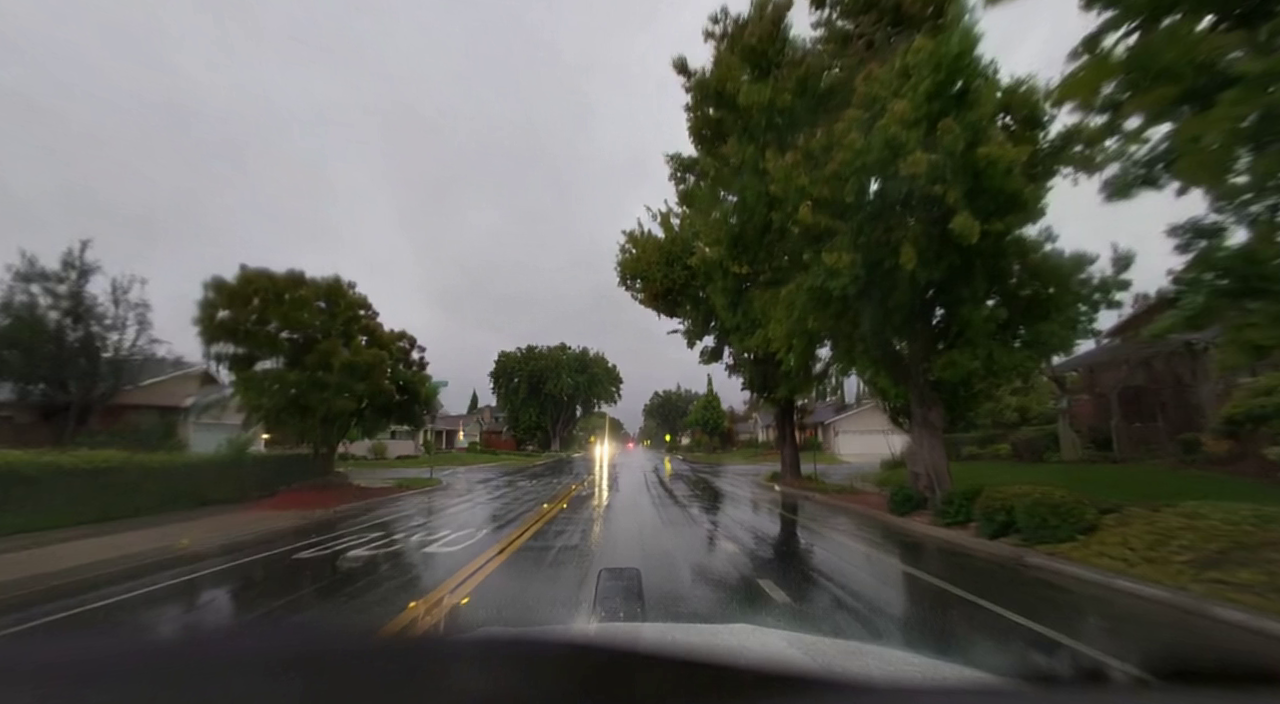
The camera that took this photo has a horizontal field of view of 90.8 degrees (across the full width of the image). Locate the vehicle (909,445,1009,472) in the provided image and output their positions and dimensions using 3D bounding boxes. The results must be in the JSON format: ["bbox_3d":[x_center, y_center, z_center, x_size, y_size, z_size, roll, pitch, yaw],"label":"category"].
[{"bbox_3d":[17.530,5.851,34.862,4.368,1.457,2.031,0,-9,0],"label":"vehicle"}]
